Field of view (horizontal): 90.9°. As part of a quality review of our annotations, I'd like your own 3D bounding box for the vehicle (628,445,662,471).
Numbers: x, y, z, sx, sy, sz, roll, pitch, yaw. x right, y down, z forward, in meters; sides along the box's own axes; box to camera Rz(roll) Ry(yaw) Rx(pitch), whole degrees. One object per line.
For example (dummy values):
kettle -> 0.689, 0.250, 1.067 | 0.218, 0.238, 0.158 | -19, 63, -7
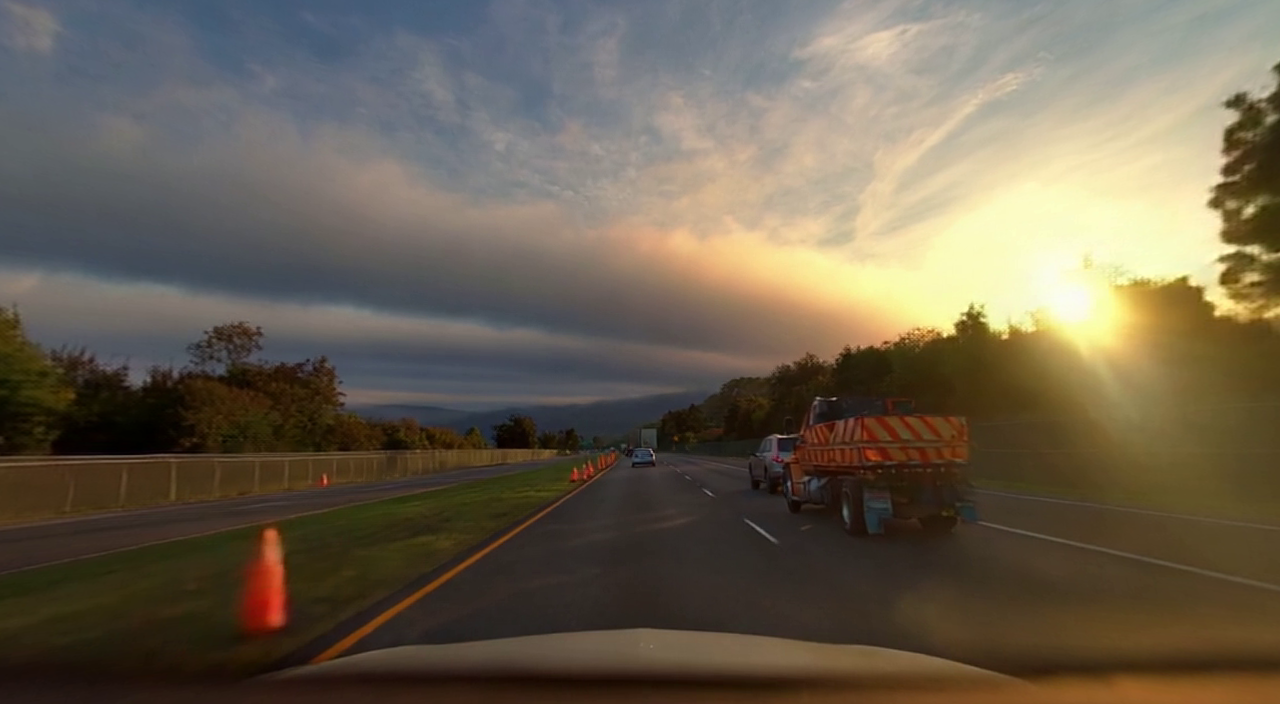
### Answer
vehicle -> 0.297, 6.804, 40.634 | 2.065, 1.573, 3.734 | 0, -9, -1
